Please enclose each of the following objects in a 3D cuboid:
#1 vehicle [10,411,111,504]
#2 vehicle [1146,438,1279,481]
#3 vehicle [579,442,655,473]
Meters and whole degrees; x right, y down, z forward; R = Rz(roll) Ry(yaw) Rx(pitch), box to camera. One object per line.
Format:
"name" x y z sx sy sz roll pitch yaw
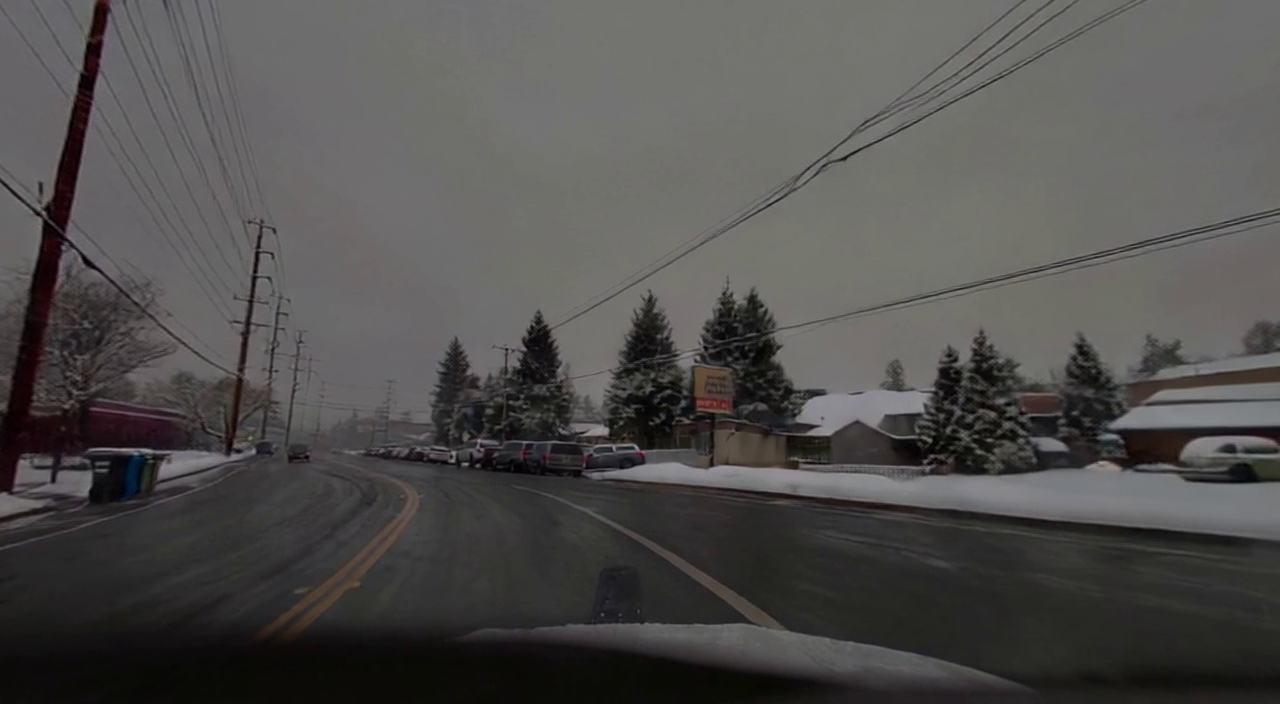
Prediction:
"vehicle" -19.320 3.457 21.137 1.716 2.808 3.001 3 -8 -30
"vehicle" 21.737 3.918 23.096 4.454 1.504 1.970 -1 -8 6
"vehicle" -1.165 5.699 34.218 2.074 1.526 4.853 -4 -9 26
